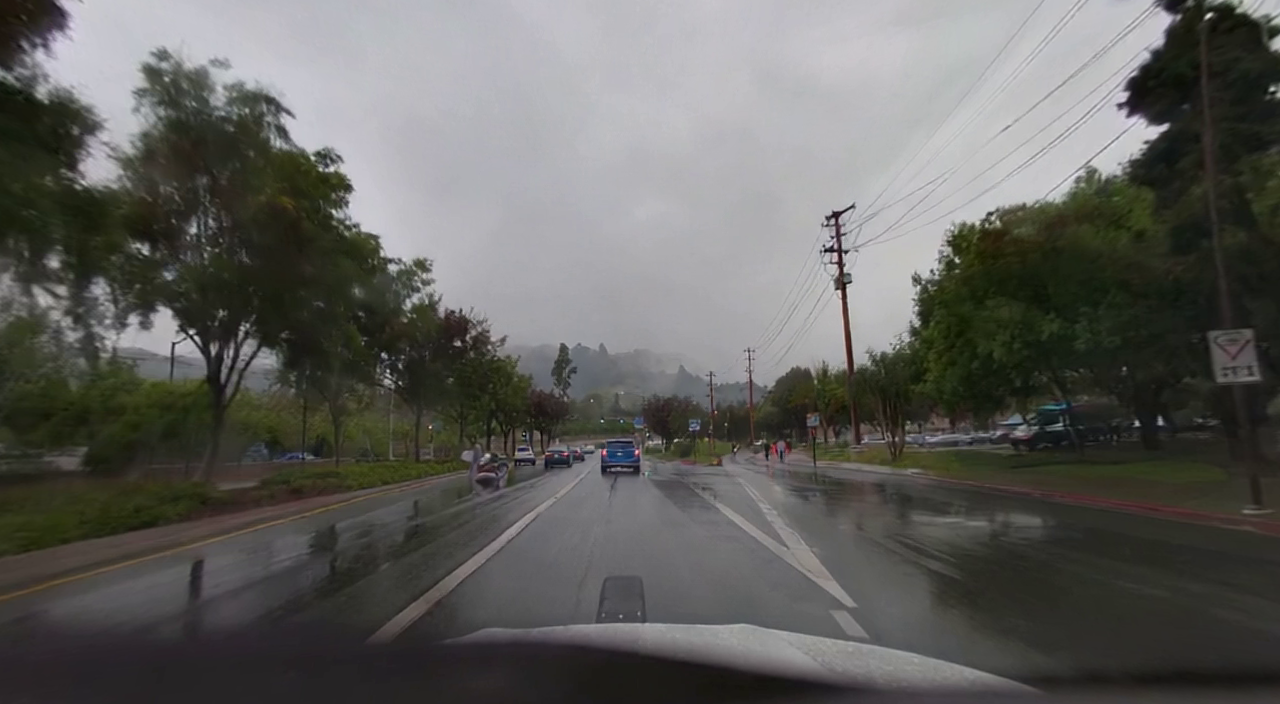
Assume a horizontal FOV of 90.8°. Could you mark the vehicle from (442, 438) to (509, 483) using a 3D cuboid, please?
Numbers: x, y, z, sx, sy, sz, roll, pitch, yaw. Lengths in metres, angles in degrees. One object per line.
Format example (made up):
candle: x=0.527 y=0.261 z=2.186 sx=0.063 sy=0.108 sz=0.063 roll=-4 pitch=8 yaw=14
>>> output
vehicle: x=-6.504 y=4.320 z=25.445 sx=1.860 sy=1.634 sz=4.089 roll=1 pitch=-9 yaw=-4

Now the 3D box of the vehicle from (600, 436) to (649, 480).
vehicle: x=-0.737 y=4.651 z=27.981 sx=2.012 sy=1.769 sz=3.897 roll=0 pitch=-8 yaw=-3

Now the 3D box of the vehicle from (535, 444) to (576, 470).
vehicle: x=-5.082 y=6.343 z=38.381 sx=2.087 sy=1.485 sz=4.452 roll=0 pitch=-8 yaw=-3
